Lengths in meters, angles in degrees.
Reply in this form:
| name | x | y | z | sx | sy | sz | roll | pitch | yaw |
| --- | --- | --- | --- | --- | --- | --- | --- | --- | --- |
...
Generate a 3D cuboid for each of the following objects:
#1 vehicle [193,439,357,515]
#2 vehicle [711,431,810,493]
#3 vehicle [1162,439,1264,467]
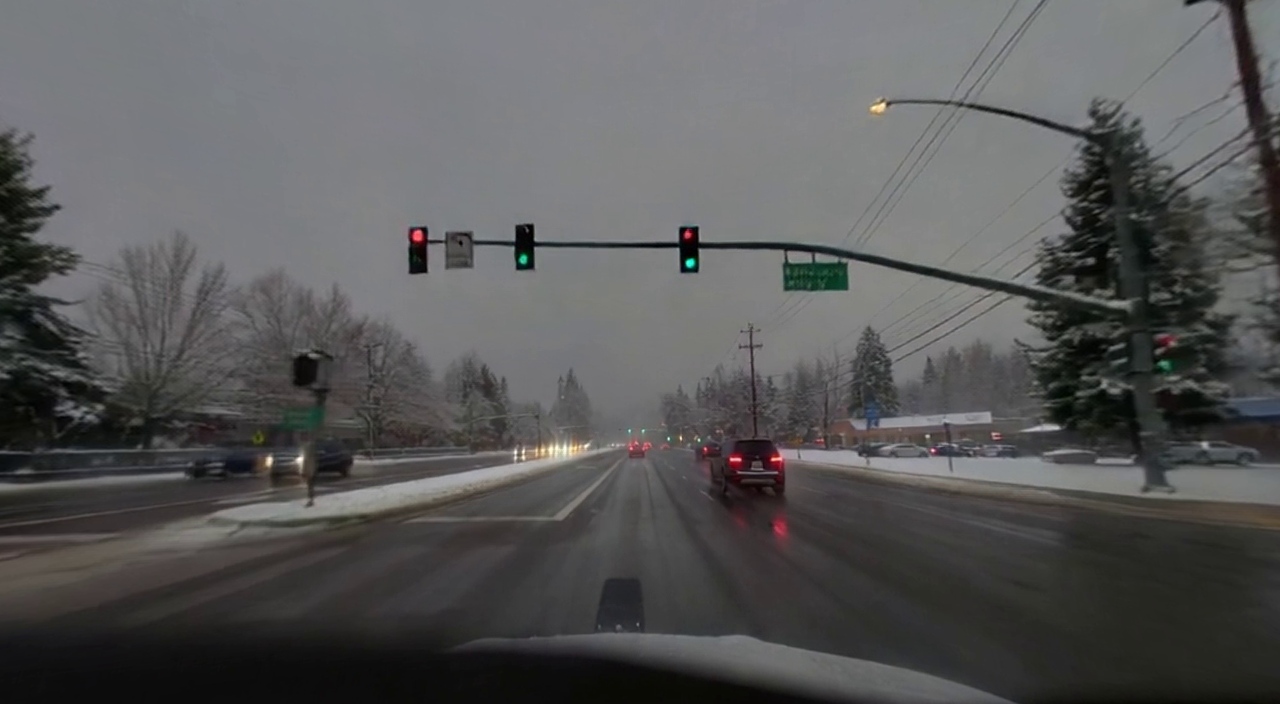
| name | x | y | z | sx | sy | sz | roll | pitch | yaw |
| --- | --- | --- | --- | --- | --- | --- | --- | --- | --- |
| vehicle | -9.174 | 3.096 | 16.376 | 1.816 | 1.478 | 4.404 | -2 | -6 | -2 |
| vehicle | 3.604 | 3.372 | 19.751 | 2.128 | 1.699 | 4.222 | 0 | -8 | -2 |
| vehicle | 34.579 | 6.112 | 38.180 | 4.236 | 1.632 | 1.892 | 0 | -8 | 1 |
